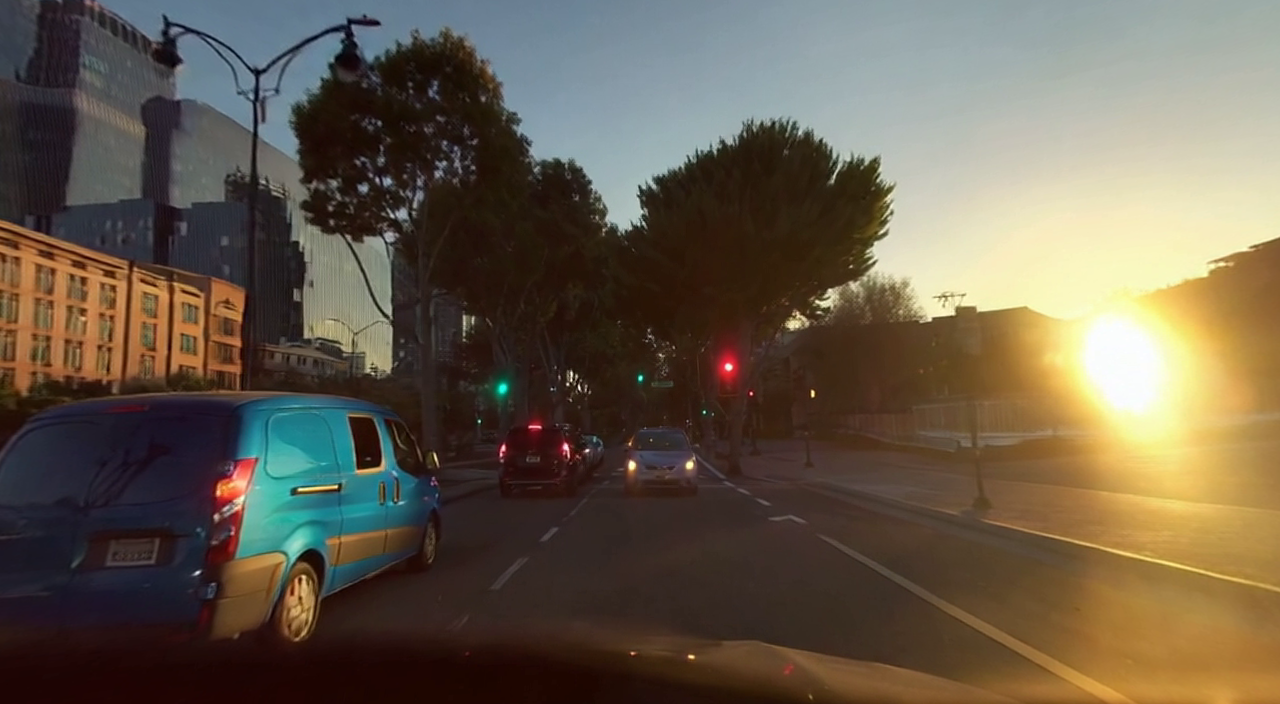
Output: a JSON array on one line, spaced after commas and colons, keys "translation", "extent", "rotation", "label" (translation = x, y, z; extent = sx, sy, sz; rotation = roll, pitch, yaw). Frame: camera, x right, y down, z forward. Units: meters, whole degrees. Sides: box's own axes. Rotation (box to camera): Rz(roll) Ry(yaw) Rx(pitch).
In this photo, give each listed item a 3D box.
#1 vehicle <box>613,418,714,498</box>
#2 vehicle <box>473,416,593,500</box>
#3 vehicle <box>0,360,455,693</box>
[{"translation": [0.555, 2.622, 15.890], "extent": [2.205, 1.727, 3.917], "rotation": [0, -8, 1], "label": "vehicle"}, {"translation": [-2.487, 2.613, 15.909], "extent": [2.124, 1.799, 4.587], "rotation": [0, -8, 1], "label": "vehicle"}, {"translation": [-3.090, 1.170, 5.250], "extent": [1.940, 1.722, 3.823], "rotation": [0, -8, 0], "label": "vehicle"}]
